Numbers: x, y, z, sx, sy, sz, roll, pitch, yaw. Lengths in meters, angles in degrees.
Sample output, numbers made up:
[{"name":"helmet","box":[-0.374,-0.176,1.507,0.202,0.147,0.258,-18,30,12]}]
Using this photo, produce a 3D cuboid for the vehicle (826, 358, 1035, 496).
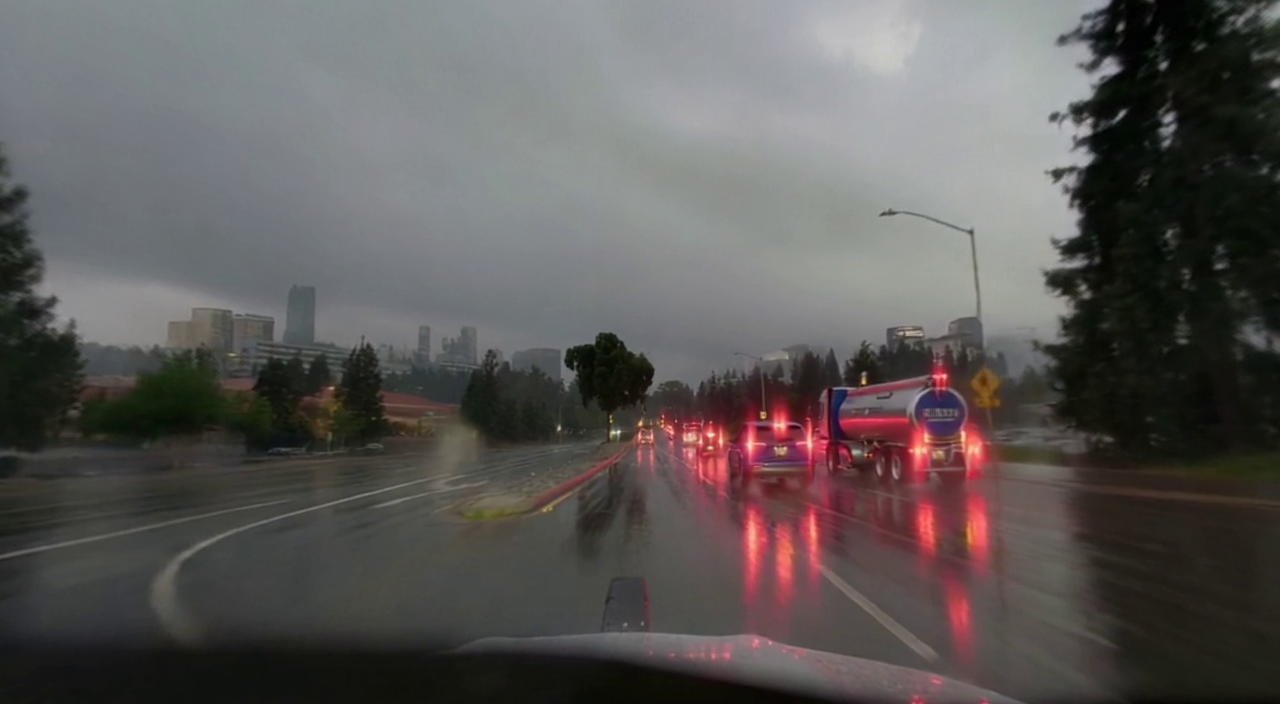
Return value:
[{"name":"vehicle","box":[7.740,2.175,17.970,2.849,3.207,6.275,-1,-8,0]}]

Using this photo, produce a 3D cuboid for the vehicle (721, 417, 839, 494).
[{"name":"vehicle","box":[3.507,2.683,16.752,2.045,1.729,4.532,-1,-8,0]}]

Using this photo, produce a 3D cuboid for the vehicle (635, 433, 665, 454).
[{"name":"vehicle","box":[0.728,7.068,48.793,2.148,1.488,4.002,-1,-8,-1]}]
